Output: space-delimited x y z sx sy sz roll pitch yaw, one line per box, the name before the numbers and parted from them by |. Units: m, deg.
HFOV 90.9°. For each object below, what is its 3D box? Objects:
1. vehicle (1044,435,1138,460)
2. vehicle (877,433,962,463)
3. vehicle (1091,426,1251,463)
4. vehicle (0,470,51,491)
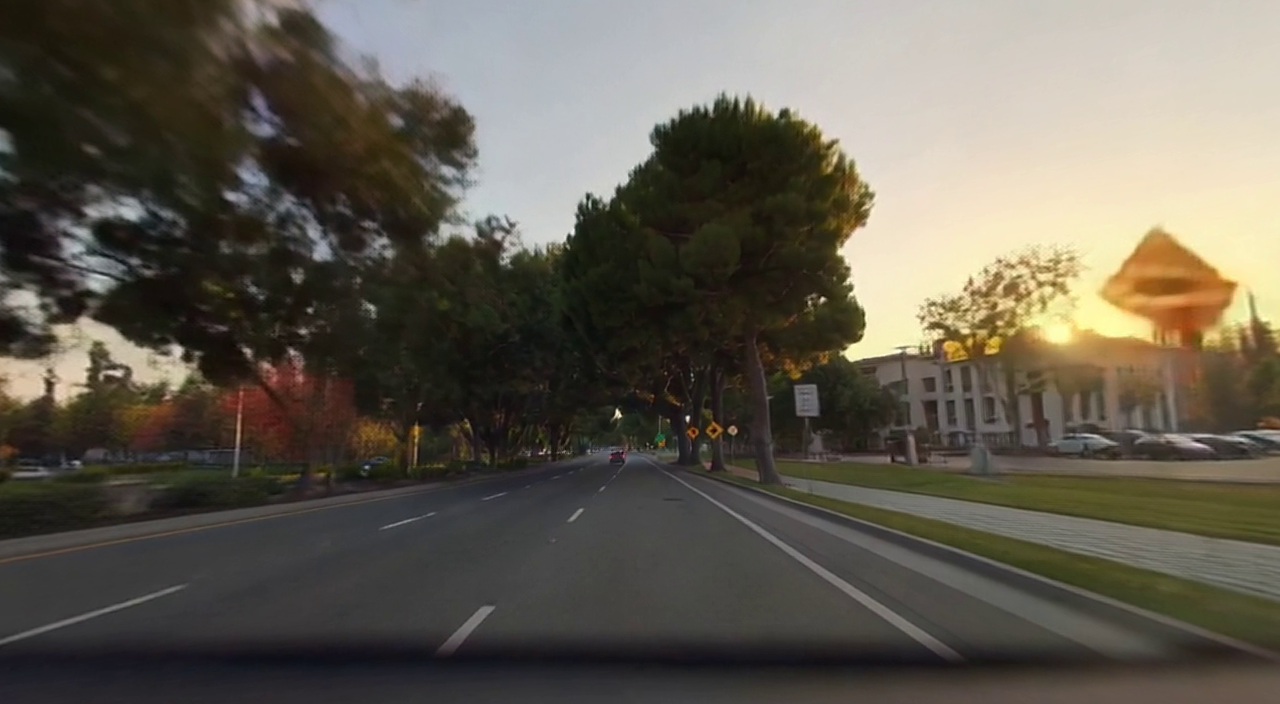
vehicle | 29.068 6.167 40.742 1.910 1.451 4.433 5 -10 -32
vehicle | 14.397 4.966 32.638 3.641 1.408 1.584 -2 -8 4
vehicle | 27.374 4.808 32.790 2.196 1.745 5.838 5 -10 -33
vehicle | -46.532 9.547 46.927 3.594 1.411 1.647 -1 -9 -3
